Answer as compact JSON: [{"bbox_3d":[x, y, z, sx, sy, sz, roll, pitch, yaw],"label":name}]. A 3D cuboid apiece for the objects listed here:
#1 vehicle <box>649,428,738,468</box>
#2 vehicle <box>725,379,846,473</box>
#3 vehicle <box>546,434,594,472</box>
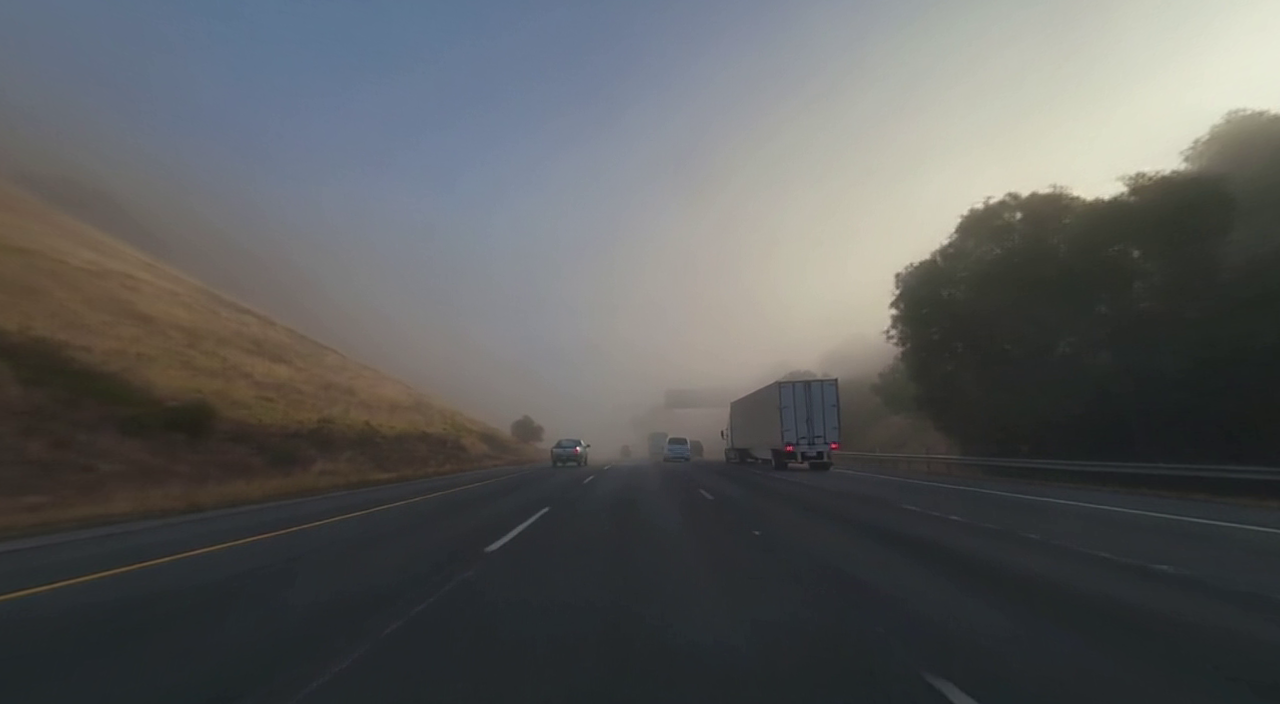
[{"bbox_3d":[3.150,5.795,38.203,5.075,2.277,2.365,0,-9,-2],"label":"vehicle"},{"bbox_3d":[7.618,4.521,36.439,2.935,4.187,16.357,0,-9,-1],"label":"vehicle"},{"bbox_3d":[-3.919,5.733,36.076,2.193,1.977,4.759,0,-9,0],"label":"vehicle"}]
